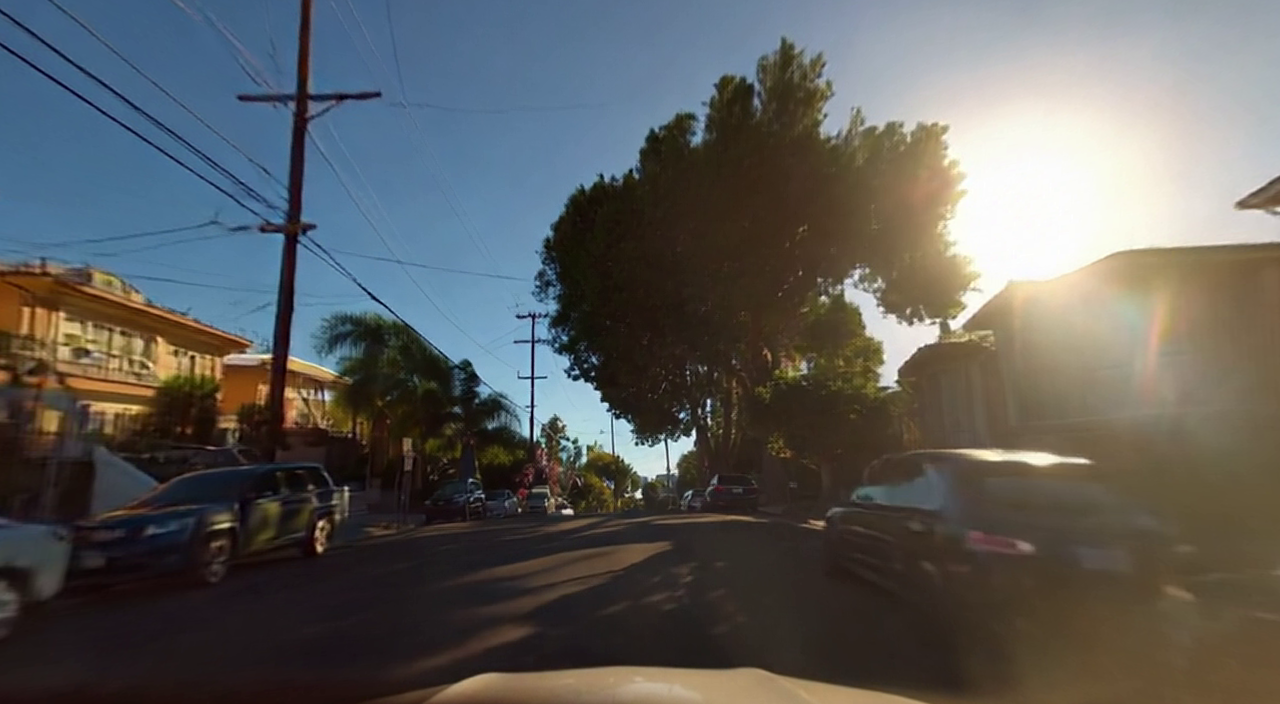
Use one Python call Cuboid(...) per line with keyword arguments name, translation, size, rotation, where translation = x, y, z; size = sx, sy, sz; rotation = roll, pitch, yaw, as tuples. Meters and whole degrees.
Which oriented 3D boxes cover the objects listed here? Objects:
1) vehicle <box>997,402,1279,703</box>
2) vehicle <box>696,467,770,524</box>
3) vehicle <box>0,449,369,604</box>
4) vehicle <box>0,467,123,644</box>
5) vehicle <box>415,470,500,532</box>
Cuboid(name="vehicle", translation=(3.063, 0.755, 0.860), size=(2.212, 1.476, 4.678), rotation=(1, -8, -3))
Cuboid(name="vehicle", translation=(2.877, 4.550, 20.316), size=(1.756, 1.455, 3.965), rotation=(0, -8, -1))
Cuboid(name="vehicle", translation=(-6.535, 2.432, 10.008), size=(2.017, 1.683, 5.412), rotation=(0, -8, 0))
Cuboid(name="vehicle", translation=(-6.388, 1.601, 4.290), size=(1.960, 1.437, 4.454), rotation=(0, -8, -1))
Cuboid(name="vehicle", translation=(-6.711, 5.488, 23.719), size=(1.933, 1.824, 5.142), rotation=(0, -8, -3))
